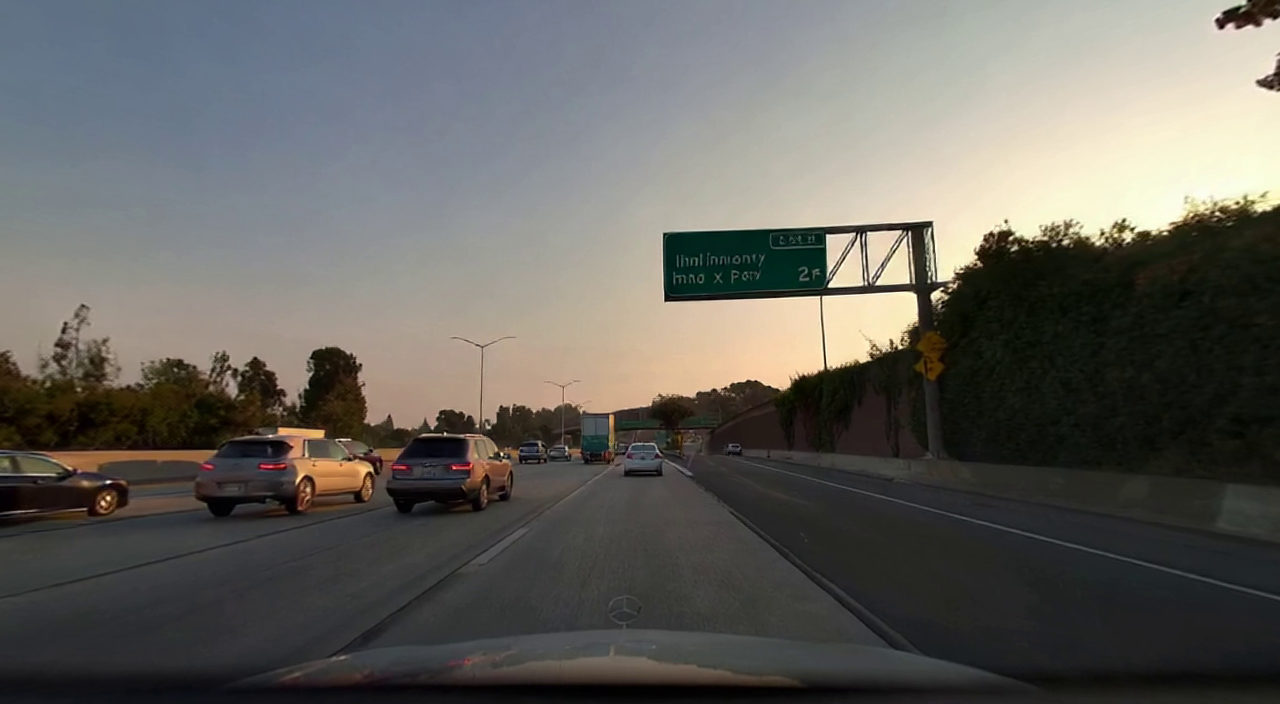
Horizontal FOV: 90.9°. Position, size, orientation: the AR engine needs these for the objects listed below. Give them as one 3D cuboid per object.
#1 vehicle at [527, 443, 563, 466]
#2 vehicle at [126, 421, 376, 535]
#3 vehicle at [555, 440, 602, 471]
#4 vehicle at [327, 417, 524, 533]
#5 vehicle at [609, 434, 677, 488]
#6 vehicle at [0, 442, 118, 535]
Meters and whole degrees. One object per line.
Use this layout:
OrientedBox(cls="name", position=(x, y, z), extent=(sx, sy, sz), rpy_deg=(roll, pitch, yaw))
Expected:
OrientedBox(cls="vehicle", position=(-7.010, 7.579, 46.948), extent=(1.872, 1.602, 4.029), rpy_deg=(0, -8, 2))
OrientedBox(cls="vehicle", position=(-7.011, 2.292, 12.057), extent=(1.998, 1.770, 4.222), rpy_deg=(0, -8, 1))
OrientedBox(cls="vehicle", position=(-3.503, 5.995, 36.889), extent=(2.243, 1.683, 4.178), rpy_deg=(0, -8, 1))
OrientedBox(cls="vehicle", position=(-3.777, 2.255, 12.168), extent=(2.125, 1.792, 4.466), rpy_deg=(0, -8, 1))
OrientedBox(cls="vehicle", position=(0.148, 3.790, 22.301), extent=(2.180, 1.716, 3.920), rpy_deg=(0, -8, 1))
OrientedBox(cls="vehicle", position=(-11.059, 2.141, 9.858), extent=(1.911, 1.457, 4.423), rpy_deg=(0, -8, 2))
